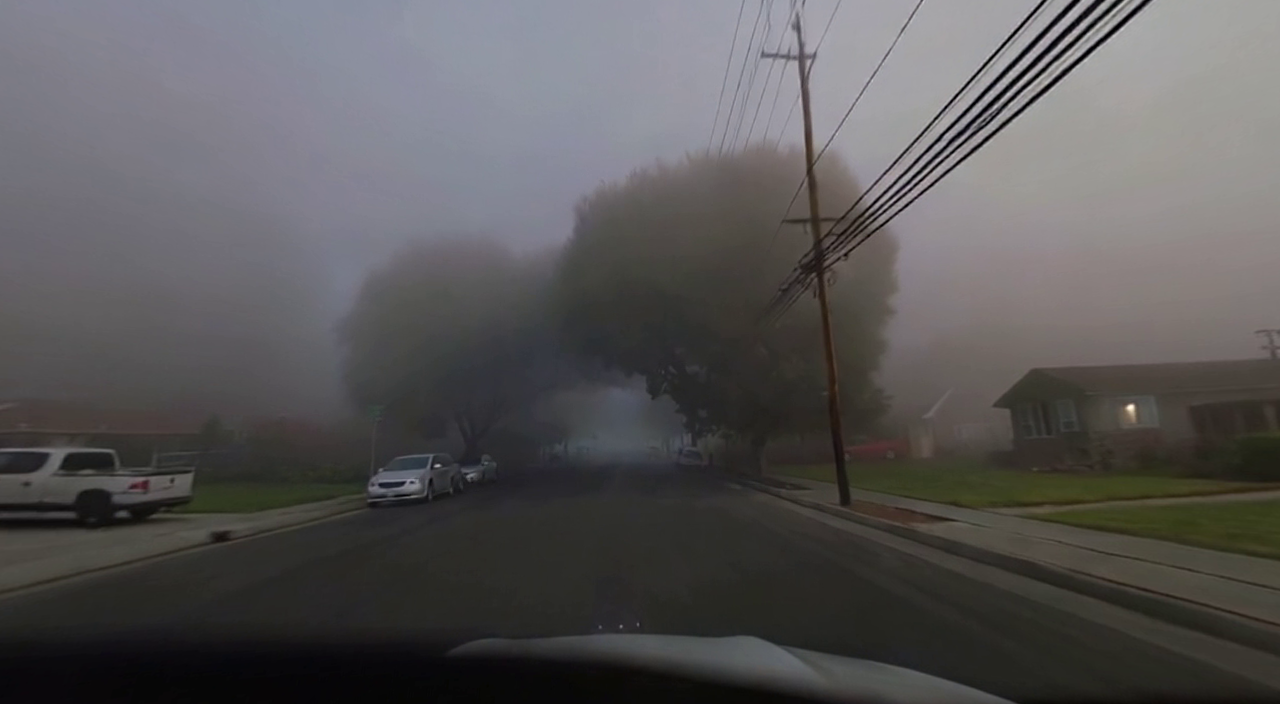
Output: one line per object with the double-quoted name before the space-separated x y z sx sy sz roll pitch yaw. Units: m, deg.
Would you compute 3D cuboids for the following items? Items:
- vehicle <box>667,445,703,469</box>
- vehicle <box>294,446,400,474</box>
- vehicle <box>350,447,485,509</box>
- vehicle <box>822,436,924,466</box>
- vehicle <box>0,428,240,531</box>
"vehicle" 2.952 6.970 41.919 1.925 1.482 4.326 0 -9 -2
"vehicle" -15.915 5.876 34.494 4.833 1.489 1.987 -1 -9 3
"vehicle" -6.286 3.600 18.648 2.208 1.491 5.089 0 -8 -1
"vehicle" 12.164 5.181 33.226 4.605 1.492 1.898 0 -9 0
"vehicle" -12.125 2.459 12.451 6.619 1.759 2.632 -1 -9 -2
